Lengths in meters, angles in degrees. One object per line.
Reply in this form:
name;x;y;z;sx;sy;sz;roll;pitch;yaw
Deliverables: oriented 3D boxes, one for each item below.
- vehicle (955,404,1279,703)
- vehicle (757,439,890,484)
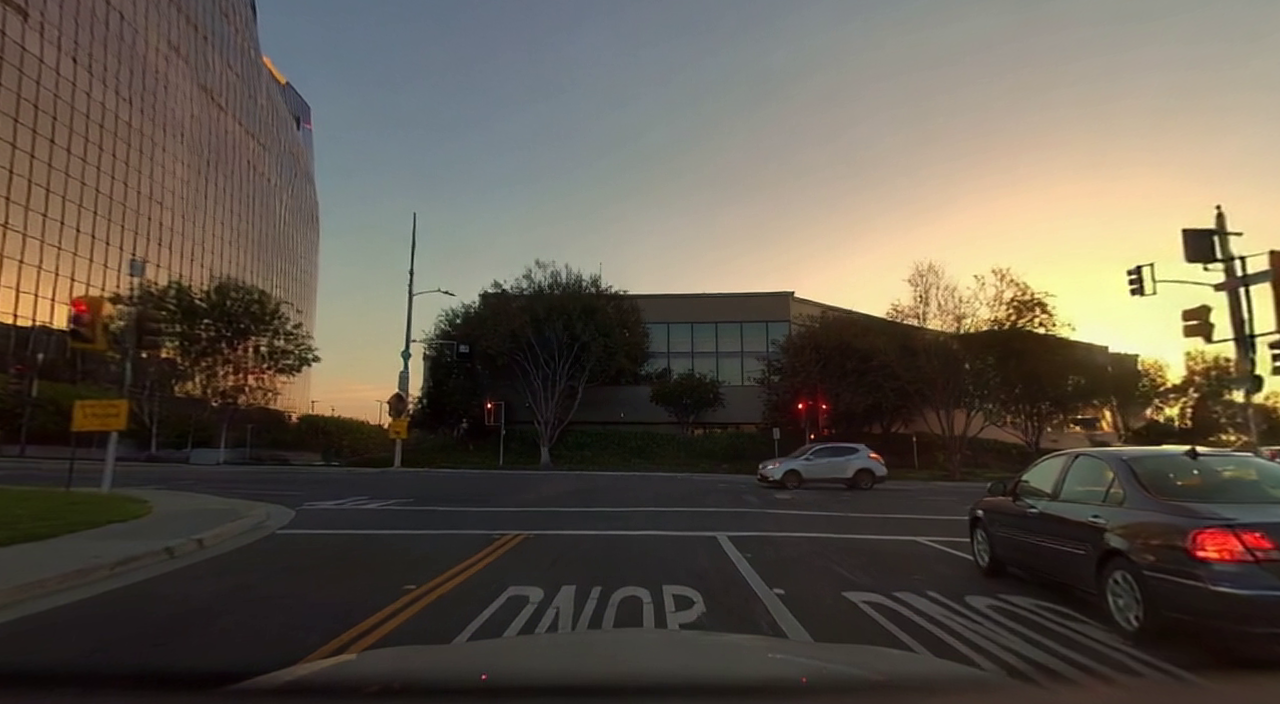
vehicle;4.187;1.244;4.321;2.036;1.583;4.911;-1;-8;7
vehicle;7.359;4.360;25.380;4.715;1.671;2.030;3;-9;-17
